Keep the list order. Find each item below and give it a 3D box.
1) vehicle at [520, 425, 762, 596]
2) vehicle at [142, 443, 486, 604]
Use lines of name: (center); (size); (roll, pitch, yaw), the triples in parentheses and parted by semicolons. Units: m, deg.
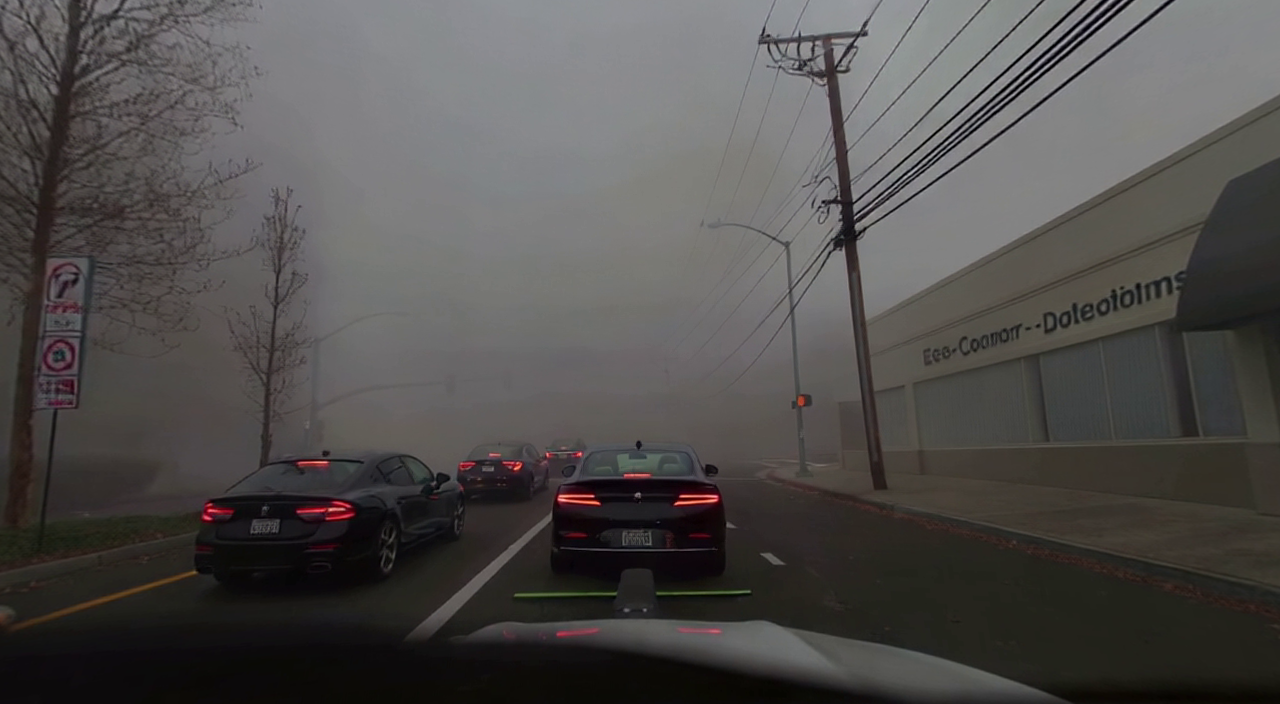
vehicle: (-0.002, 1.679, 7.536); (2.101, 1.469, 3.955); (0, -9, 0)
vehicle: (-3.229, 1.738, 7.323); (1.765, 1.319, 4.013); (0, -9, 2)
